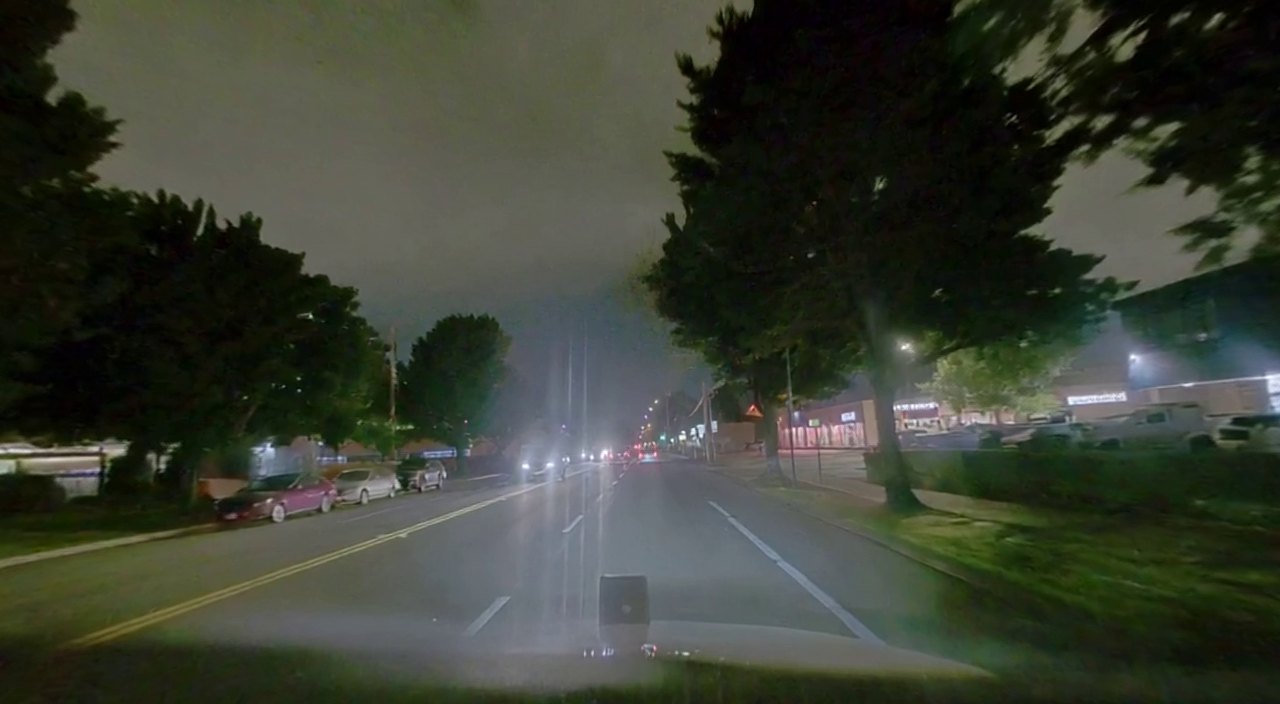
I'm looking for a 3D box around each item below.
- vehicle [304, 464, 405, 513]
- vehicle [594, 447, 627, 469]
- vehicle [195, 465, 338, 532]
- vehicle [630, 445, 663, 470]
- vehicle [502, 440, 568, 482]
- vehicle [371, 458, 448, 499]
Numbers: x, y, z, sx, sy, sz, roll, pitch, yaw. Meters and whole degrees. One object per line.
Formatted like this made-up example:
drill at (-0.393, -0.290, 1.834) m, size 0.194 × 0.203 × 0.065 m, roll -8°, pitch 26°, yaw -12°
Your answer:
vehicle at (-11.188, 5.345, 25.060) m, size 1.858 × 1.469 × 4.665 m, roll -4°, pitch -9°, yaw 0°
vehicle at (-2.103, 7.646, 45.610) m, size 2.099 × 1.424 × 4.609 m, roll 0°, pitch -8°, yaw 1°
vehicle at (-11.146, 4.350, 19.177) m, size 1.946 × 1.526 × 3.954 m, roll -2°, pitch -7°, yaw 0°
vehicle at (0.437, 6.745, 40.537) m, size 2.020 × 1.478 × 3.922 m, roll 0°, pitch -8°, yaw 1°
vehicle at (-5.829, 6.175, 36.018) m, size 2.644 × 2.161 × 5.825 m, roll 0°, pitch -8°, yaw 1°
vehicle at (-11.087, 6.087, 30.648) m, size 1.925 × 1.709 × 4.426 m, roll -1°, pitch -8°, yaw 2°
